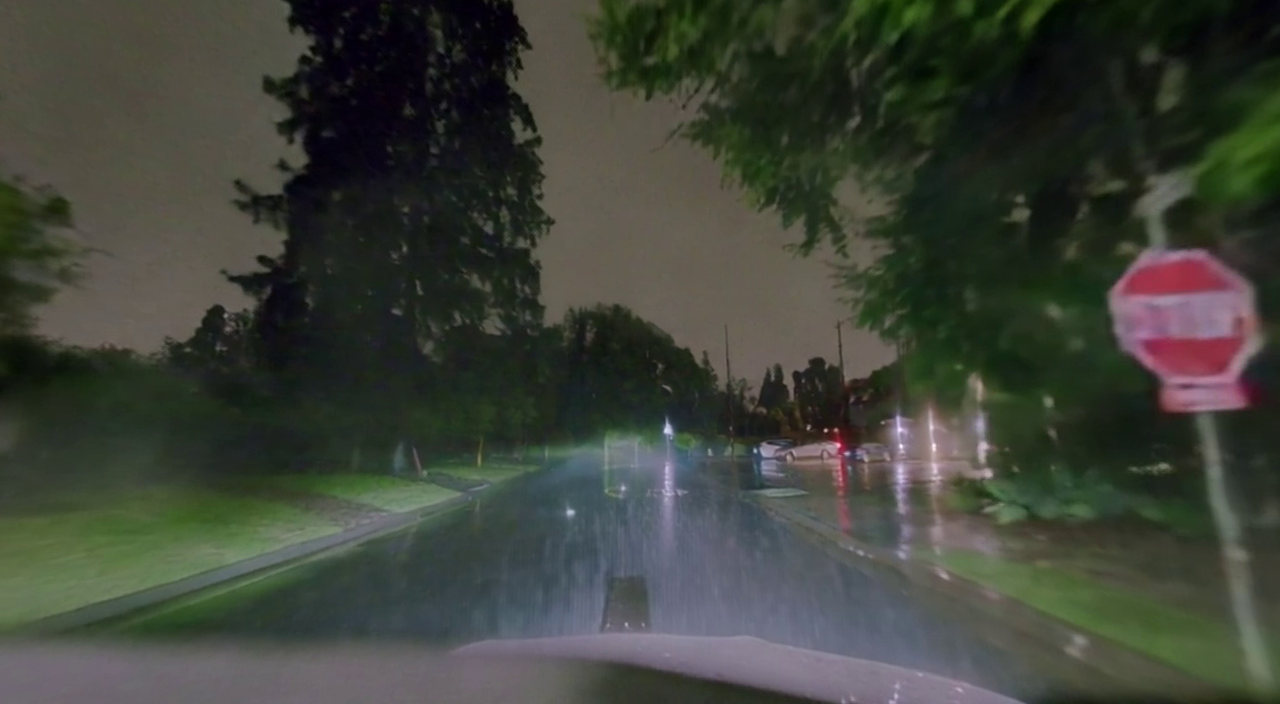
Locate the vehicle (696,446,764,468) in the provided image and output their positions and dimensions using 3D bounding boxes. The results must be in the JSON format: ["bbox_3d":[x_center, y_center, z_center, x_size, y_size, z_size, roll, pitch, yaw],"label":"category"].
[{"bbox_3d":[5.887,6.957,41.761,4.229,1.402,1.811,0,-9,0],"label":"vehicle"}]

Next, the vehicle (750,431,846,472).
[{"bbox_3d":[9.714,6.104,39.103,5.239,1.933,2.131,-5,-5,-3],"label":"vehicle"}]

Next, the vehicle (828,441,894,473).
[{"bbox_3d":[11.607,5.429,32.955,2.004,1.511,4.494,-6,-10,35],"label":"vehicle"}]
